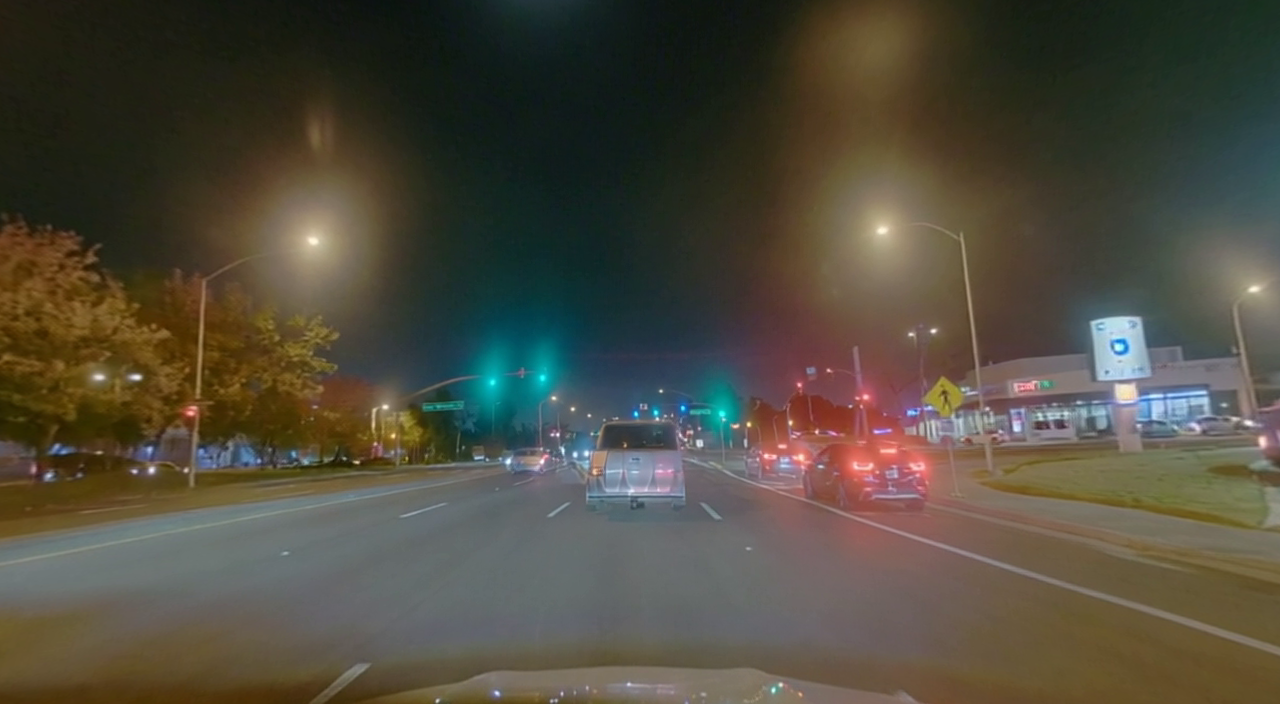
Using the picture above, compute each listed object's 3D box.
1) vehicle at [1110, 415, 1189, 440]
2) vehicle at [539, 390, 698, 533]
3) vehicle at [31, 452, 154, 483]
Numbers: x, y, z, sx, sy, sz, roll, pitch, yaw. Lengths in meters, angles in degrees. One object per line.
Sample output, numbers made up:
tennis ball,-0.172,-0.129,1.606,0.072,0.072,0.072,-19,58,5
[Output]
vehicle,39.390,5.843,48.832,4.556,1.639,2.002,-2,-8,34
vehicle,-0.454,2.054,12.348,2.350,2.122,5.801,0,-8,-3
vehicle,-36.164,7.604,41.724,5.755,1.945,2.403,0,-9,-1
